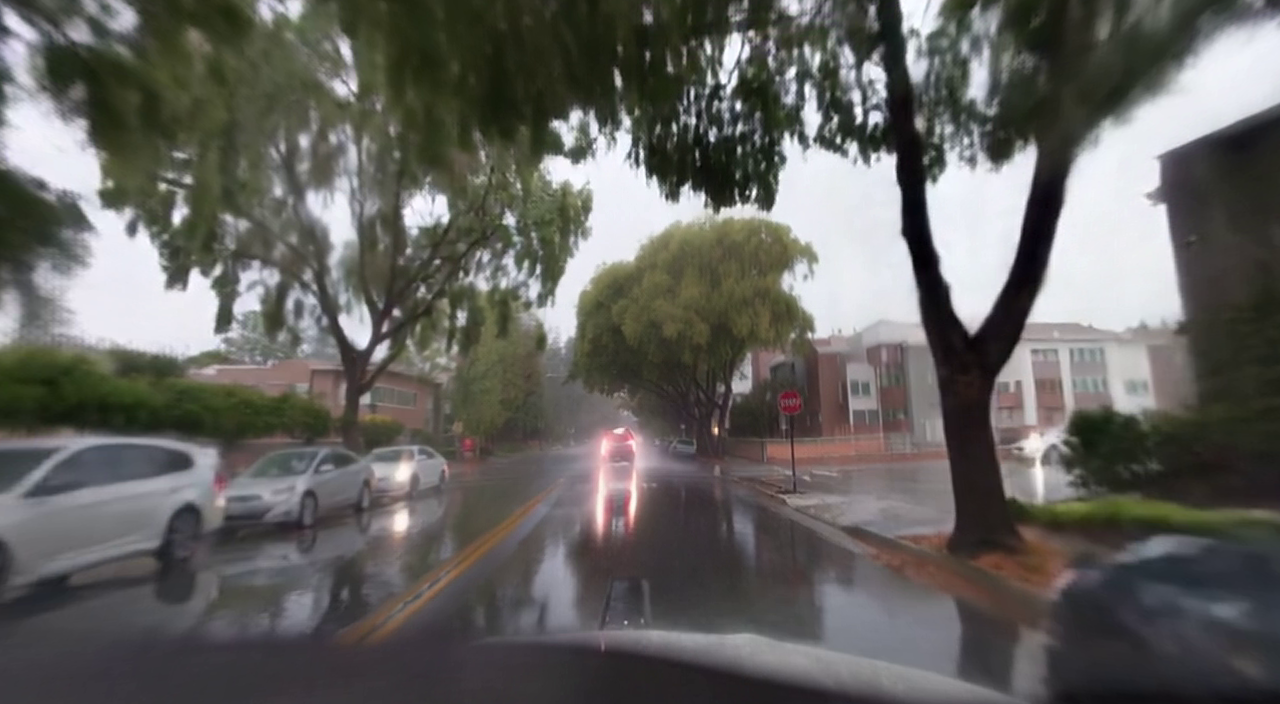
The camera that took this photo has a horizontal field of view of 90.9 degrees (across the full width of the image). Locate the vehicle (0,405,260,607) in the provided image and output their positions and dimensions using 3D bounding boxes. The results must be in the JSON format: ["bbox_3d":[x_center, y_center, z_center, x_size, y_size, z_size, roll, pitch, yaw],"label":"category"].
[{"bbox_3d":[-6.186,1.557,6.434,1.899,1.615,4.624,-7,-8,-3],"label":"vehicle"}]

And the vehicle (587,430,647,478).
[{"bbox_3d":[-0.892,4.017,25.121,2.172,1.722,4.201,0,-8,-2],"label":"vehicle"}]

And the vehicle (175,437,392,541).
[{"bbox_3d":[-6.507,2.513,12.185,1.975,1.515,4.179,-3,-9,-3],"label":"vehicle"}]

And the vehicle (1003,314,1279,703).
[{"bbox_3d":[2.620,0.565,0.385,2.071,1.608,4.547,0,-7,0],"label":"vehicle"}]

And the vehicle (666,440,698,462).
[{"bbox_3d":[3.145,7.546,48.151,1.987,1.608,3.883,1,-8,-3],"label":"vehicle"}]
